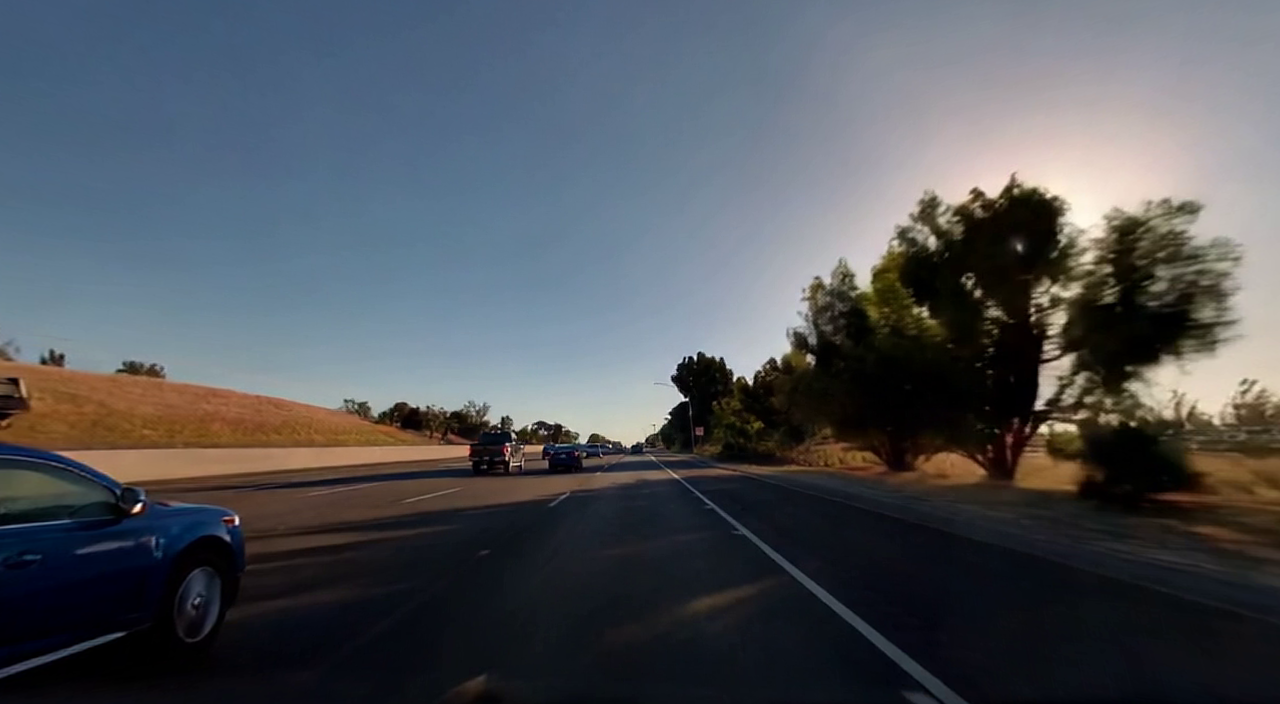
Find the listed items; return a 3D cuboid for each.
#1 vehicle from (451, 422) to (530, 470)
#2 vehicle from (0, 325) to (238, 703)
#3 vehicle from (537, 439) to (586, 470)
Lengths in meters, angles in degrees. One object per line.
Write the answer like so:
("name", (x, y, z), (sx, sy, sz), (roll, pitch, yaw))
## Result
("vehicle", (-7.569, 4.875, 32.732), (2.594, 2.254, 6.028), (0, -9, 0))
("vehicle", (-3.991, 0.648, 1.865), (2.200, 1.807, 5.041), (0, -9, 1))
("vehicle", (-4.079, 5.401, 33.342), (2.012, 1.509, 4.359), (0, -9, 0))
